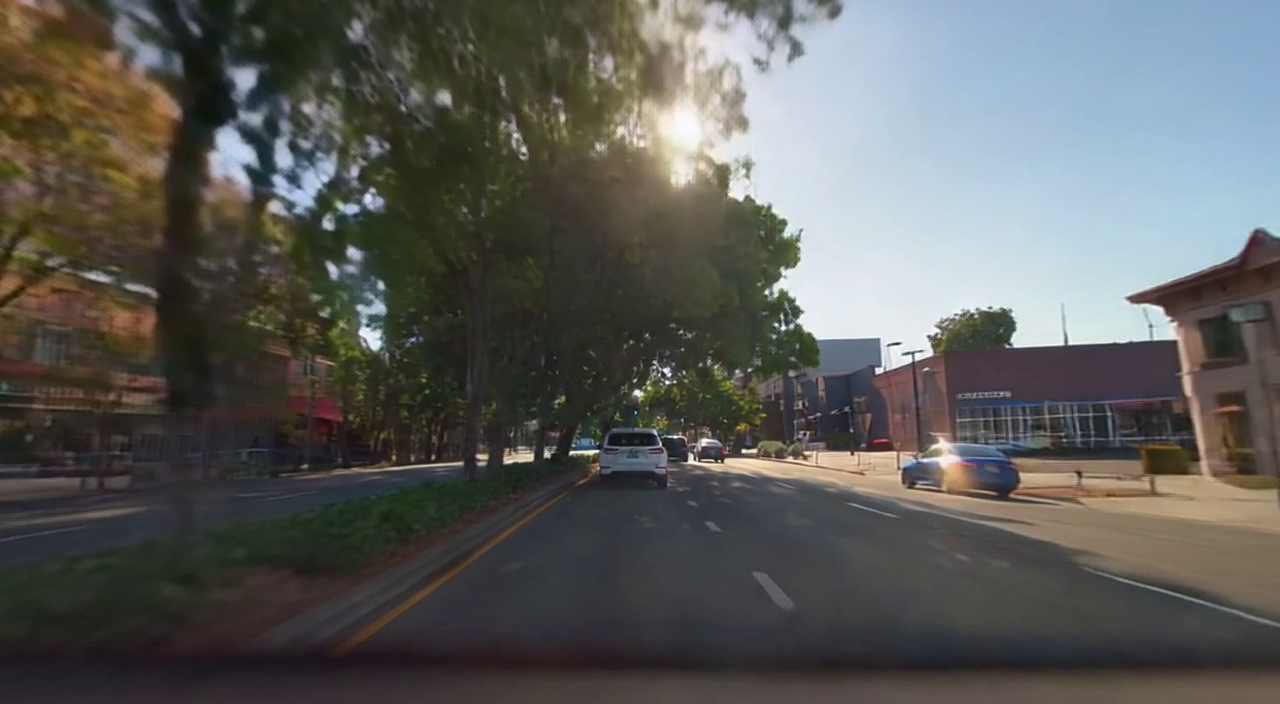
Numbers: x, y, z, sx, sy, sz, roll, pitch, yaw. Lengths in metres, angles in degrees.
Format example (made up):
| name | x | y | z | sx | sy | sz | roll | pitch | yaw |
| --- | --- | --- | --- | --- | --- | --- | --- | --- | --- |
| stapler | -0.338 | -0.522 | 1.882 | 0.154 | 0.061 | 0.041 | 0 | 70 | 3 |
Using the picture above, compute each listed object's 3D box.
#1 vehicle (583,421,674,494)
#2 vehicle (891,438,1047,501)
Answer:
| name | x | y | z | sx | sy | sz | roll | pitch | yaw |
| --- | --- | --- | --- | --- | --- | --- | --- | --- | --- |
| vehicle | -0.314 | 2.943 | 17.885 | 2.277 | 1.816 | 4.192 | 0 | -9 | -1 |
| vehicle | 8.642 | 3.109 | 17.193 | 2.002 | 1.456 | 4.631 | -1 | -9 | 4 |
